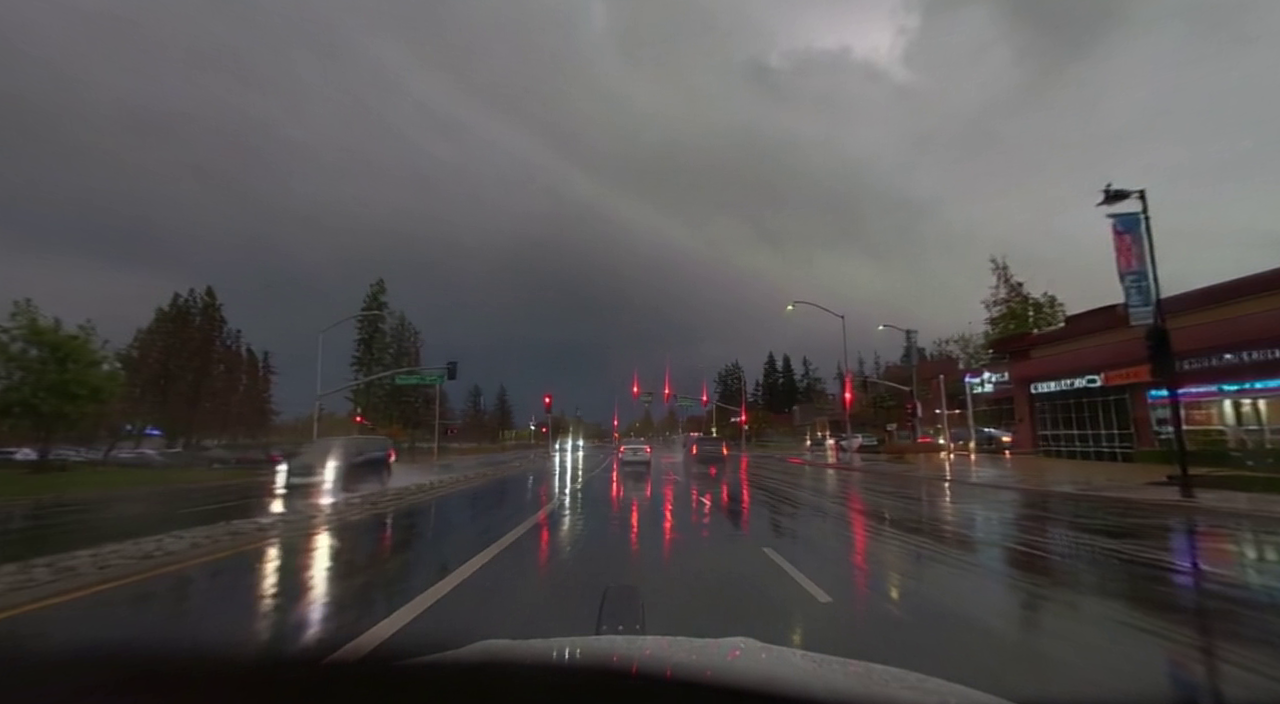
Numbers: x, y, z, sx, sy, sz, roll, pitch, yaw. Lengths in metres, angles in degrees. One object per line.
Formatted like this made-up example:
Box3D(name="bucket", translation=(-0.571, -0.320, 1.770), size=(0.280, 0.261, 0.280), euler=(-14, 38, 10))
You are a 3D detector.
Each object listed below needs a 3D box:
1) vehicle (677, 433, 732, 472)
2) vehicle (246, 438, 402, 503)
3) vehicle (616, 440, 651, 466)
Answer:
Box3D(name="vehicle", translation=(3.046, 4.882, 30.749), size=(2.103, 1.726, 4.385), euler=(0, -9, -2))
Box3D(name="vehicle", translation=(-8.265, 3.118, 17.048), size=(1.969, 1.526, 4.261), euler=(0, -9, 0))
Box3D(name="vehicle", translation=(-0.379, 6.172, 38.697), size=(2.035, 1.474, 3.779), euler=(0, -9, 1))
